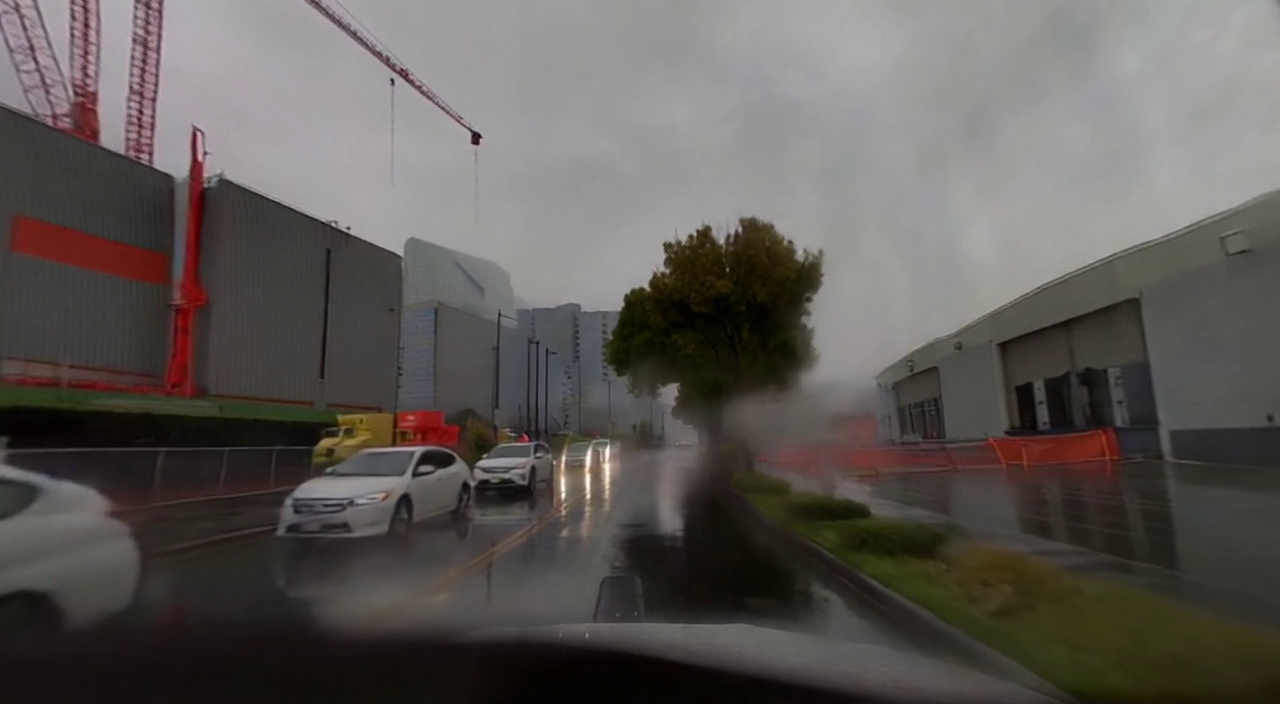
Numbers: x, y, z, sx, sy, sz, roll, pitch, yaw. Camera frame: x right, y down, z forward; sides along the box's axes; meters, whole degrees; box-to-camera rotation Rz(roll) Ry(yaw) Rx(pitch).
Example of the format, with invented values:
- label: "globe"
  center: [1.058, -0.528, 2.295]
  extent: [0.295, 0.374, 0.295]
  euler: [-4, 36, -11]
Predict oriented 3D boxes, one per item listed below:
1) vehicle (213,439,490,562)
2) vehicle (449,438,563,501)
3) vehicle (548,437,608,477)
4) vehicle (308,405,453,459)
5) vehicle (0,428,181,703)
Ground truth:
- label: "vehicle"
  center: [-3.958, 2.061, 9.686]
  extent: [1.996, 1.411, 4.370]
  euler: [-1, -8, 3]
- label: "vehicle"
  center: [-3.461, 3.097, 17.220]
  extent: [1.948, 1.460, 4.394]
  euler: [-1, -8, 3]
- label: "vehicle"
  center: [-2.656, 4.625, 28.066]
  extent: [1.980, 1.635, 4.153]
  euler: [-1, -8, 4]
- label: "vehicle"
  center: [-12.398, 3.862, 30.319]
  extent: [6.039, 2.449, 2.273]
  euler: [-1, -8, 9]
- label: "vehicle"
  center: [-4.083, 0.998, 2.256]
  extent: [1.806, 1.451, 3.878]
  euler: [-1, -8, 3]
